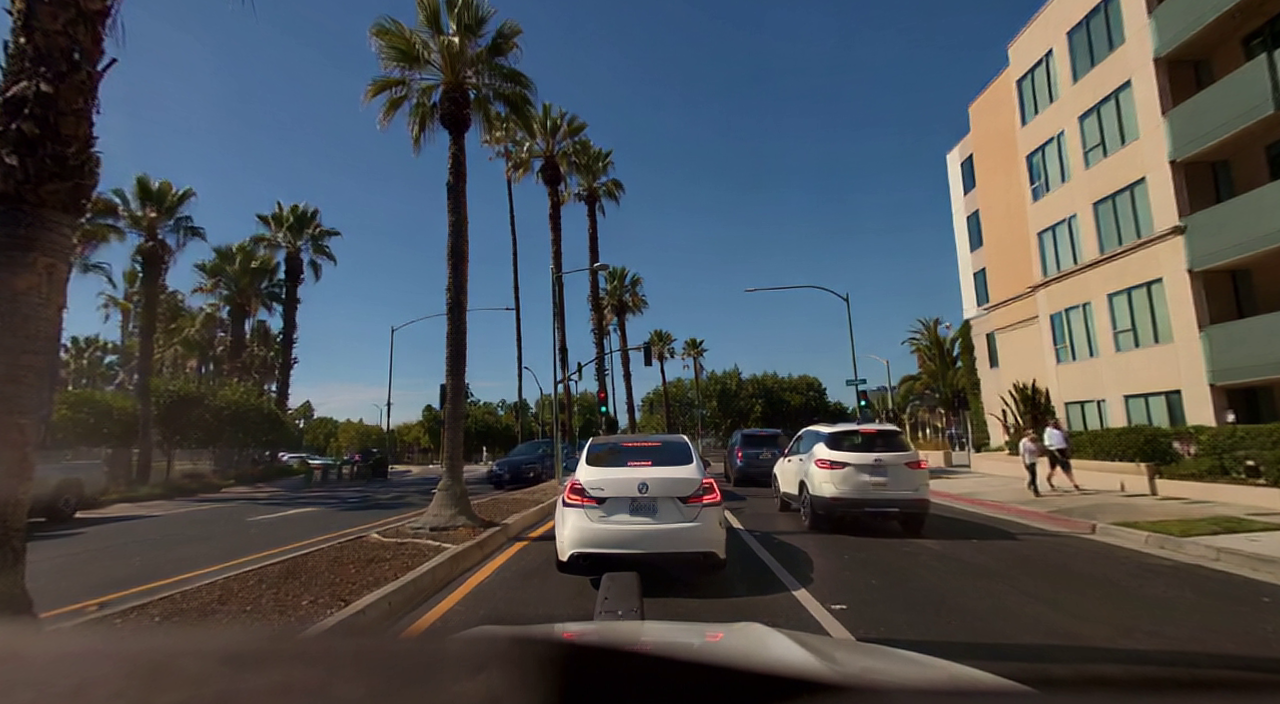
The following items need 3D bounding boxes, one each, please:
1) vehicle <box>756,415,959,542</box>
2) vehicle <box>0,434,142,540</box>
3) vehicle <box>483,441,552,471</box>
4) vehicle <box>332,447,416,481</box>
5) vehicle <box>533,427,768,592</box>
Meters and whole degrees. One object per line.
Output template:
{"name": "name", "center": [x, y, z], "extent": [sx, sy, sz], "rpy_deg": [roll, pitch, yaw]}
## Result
{"name": "vehicle", "center": [3.388, 2.063, 10.920], "extent": [2.003, 1.733, 4.319], "rpy_deg": [0, -8, 1]}
{"name": "vehicle", "center": [-13.056, 2.715, 12.286], "extent": [2.240, 1.964, 5.707], "rpy_deg": [-6, -8, 0]}
{"name": "vehicle", "center": [-6.447, 5.529, 33.792], "extent": [1.898, 1.439, 4.540], "rpy_deg": [-2, -9, 12]}
{"name": "vehicle", "center": [-13.183, 5.558, 31.696], "extent": [1.965, 1.507, 4.725], "rpy_deg": [-1, -8, 2]}
{"name": "vehicle", "center": [0.136, 1.709, 7.704], "extent": [2.088, 1.452, 3.993], "rpy_deg": [0, -8, 1]}
